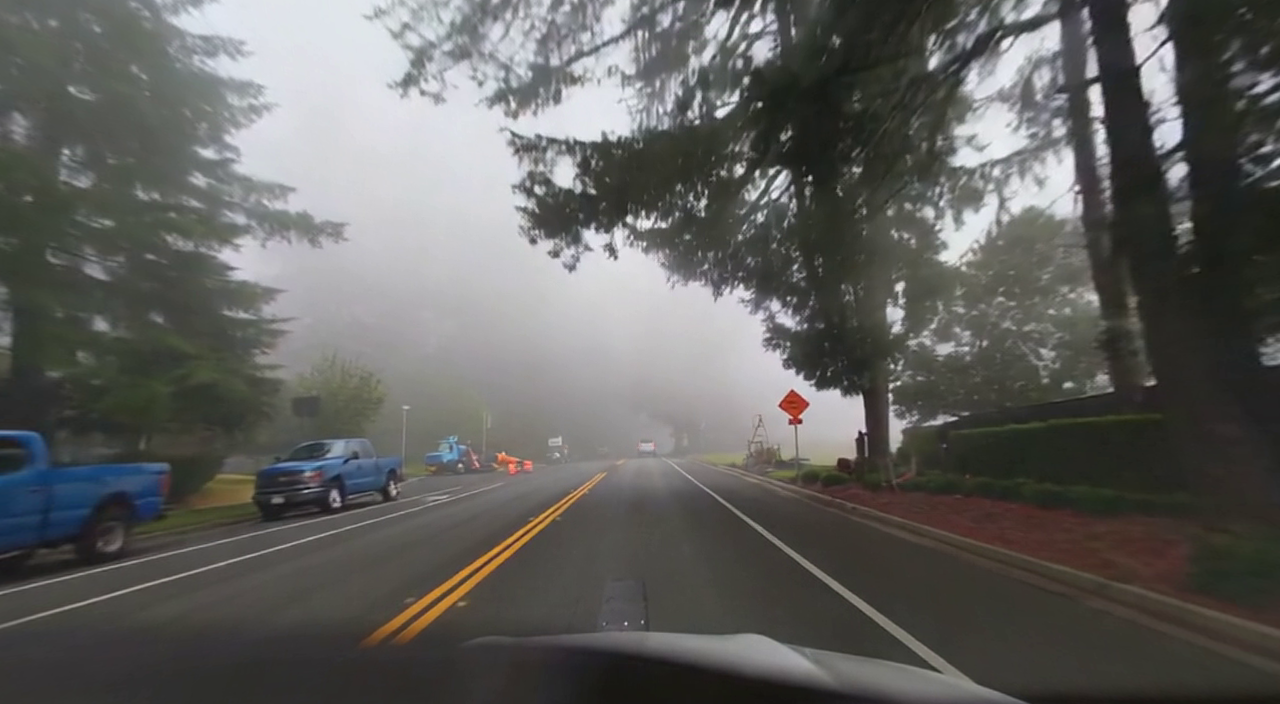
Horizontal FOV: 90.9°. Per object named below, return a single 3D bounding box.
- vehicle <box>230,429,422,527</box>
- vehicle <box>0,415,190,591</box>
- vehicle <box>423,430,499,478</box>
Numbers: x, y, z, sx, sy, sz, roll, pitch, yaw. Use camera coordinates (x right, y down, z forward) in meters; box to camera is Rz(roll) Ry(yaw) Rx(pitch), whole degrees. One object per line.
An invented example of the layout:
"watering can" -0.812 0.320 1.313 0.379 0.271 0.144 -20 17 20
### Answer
"vehicle" -8.239 3.257 17.404 2.375 2.016 5.936 -4 -7 -1
"vehicle" -8.248 1.746 6.946 2.375 1.923 5.790 -4 -7 1
"vehicle" -10.474 5.941 36.836 4.120 2.628 2.064 3 -9 -19
